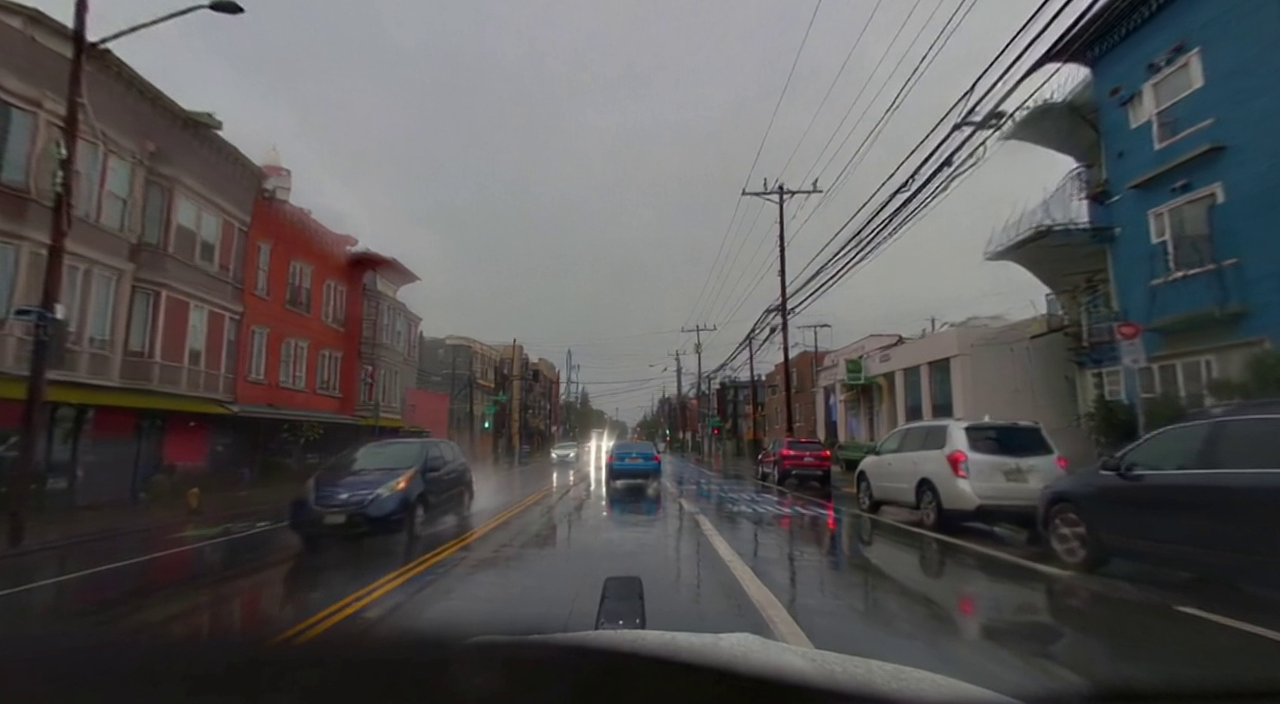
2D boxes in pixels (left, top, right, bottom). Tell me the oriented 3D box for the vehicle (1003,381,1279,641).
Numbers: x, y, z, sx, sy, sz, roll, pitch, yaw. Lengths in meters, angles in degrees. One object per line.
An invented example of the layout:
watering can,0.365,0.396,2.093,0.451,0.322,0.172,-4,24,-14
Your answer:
vehicle,6.198,1.369,5.703,2.203,2.052,5.975,0,-9,-1

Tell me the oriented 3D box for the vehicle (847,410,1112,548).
vehicle,6.158,2.379,12.573,2.208,2.106,5.496,0,-9,0

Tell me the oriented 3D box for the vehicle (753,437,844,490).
vehicle,6.232,4.450,25.678,2.197,1.917,5.637,0,-9,0

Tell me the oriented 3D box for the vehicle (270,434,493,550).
vehicle,-3.965,2.195,10.648,1.968,1.524,4.304,0,-9,-1

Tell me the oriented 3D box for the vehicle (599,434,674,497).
vehicle,-0.098,3.283,18.570,1.980,1.635,3.795,0,-9,0

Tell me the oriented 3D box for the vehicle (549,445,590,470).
vehicle,-4.518,6.805,41.084,2.181,1.500,4.319,0,-9,0
